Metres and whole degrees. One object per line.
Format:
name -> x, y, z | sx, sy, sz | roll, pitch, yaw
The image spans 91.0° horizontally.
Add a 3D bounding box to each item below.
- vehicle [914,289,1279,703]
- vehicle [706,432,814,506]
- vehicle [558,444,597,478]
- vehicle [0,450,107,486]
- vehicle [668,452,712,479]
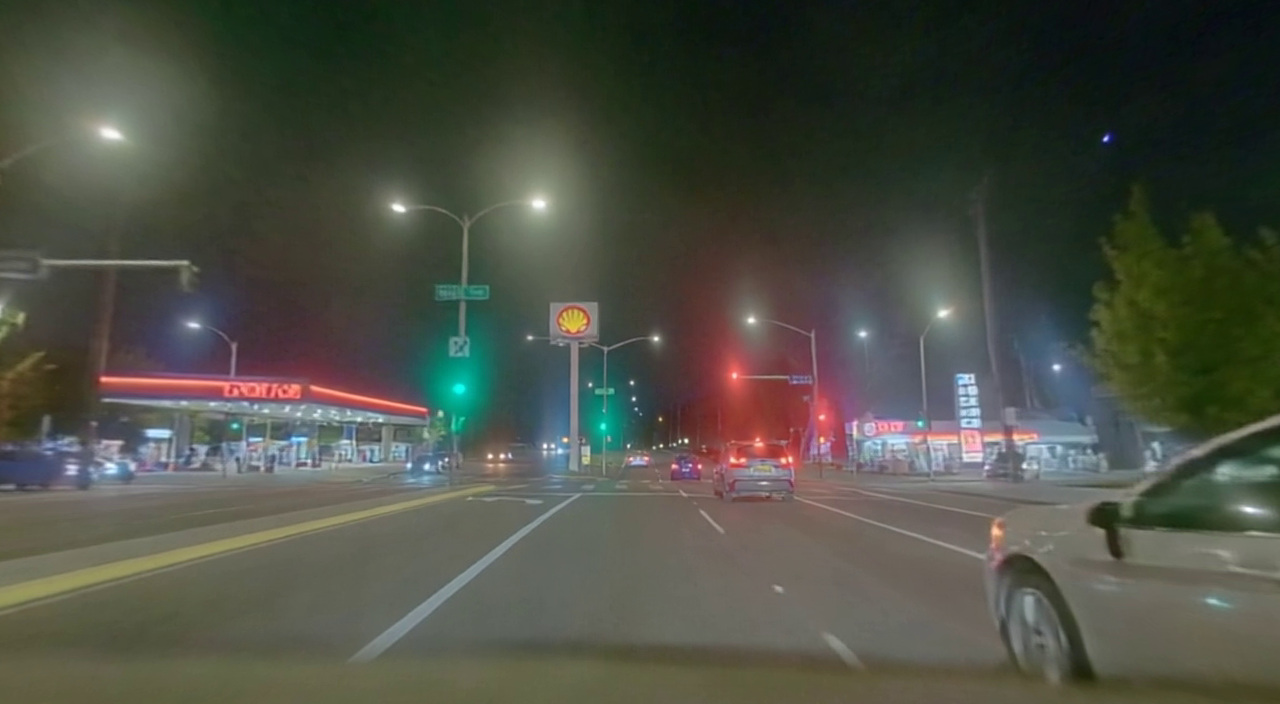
vehicle -> 2.736, 0.661, 1.289 | 2.183, 1.720, 4.842 | 0, -8, 0
vehicle -> 2.989, 3.015, 16.700 | 1.999, 1.679, 4.217 | 0, -8, -1
vehicle -> -3.733, 6.597, 37.665 | 2.189, 1.836, 4.693 | 0, -12, -6
vehicle -> -27.068, 5.131, 27.975 | 4.582, 1.498, 2.229 | 0, -8, -2
vehicle -> 2.950, 6.793, 38.037 | 2.282, 1.458, 4.362 | 0, -8, -1
